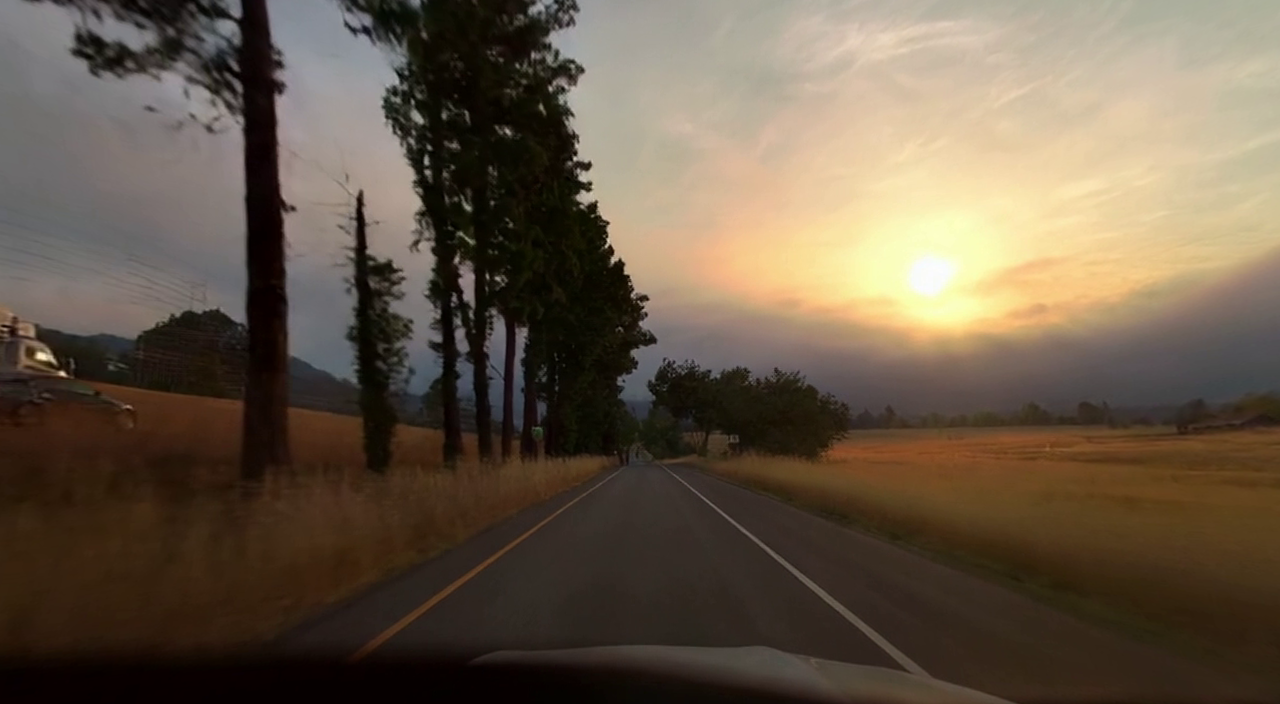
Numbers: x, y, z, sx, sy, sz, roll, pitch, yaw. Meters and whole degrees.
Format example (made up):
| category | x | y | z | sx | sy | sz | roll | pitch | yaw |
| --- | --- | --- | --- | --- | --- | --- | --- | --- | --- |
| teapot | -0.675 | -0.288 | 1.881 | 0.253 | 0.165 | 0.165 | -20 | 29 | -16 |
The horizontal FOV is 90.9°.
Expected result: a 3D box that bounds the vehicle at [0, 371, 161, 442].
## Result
| category | x | y | z | sx | sy | sz | roll | pitch | yaw |
| --- | --- | --- | --- | --- | --- | --- | --- | --- | --- |
| vehicle | -19.077 | 1.923 | 20.643 | 2.339 | 1.956 | 5.312 | -1 | -8 | 4 |
